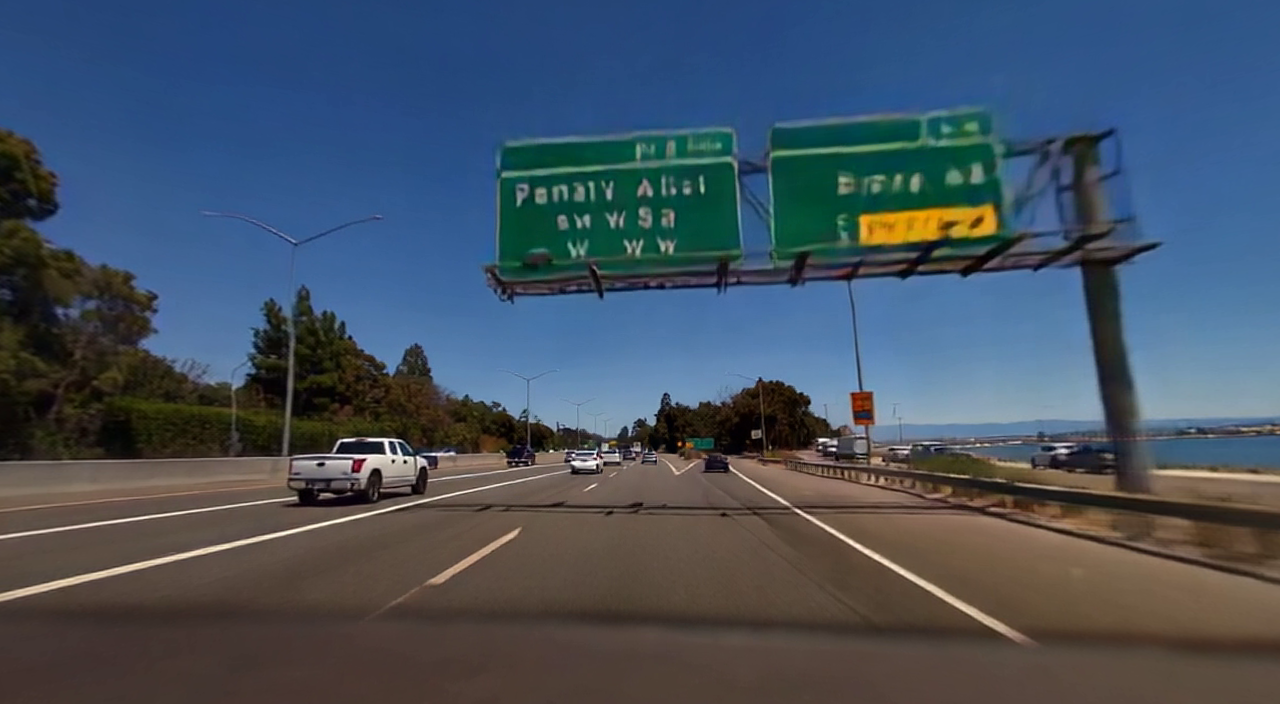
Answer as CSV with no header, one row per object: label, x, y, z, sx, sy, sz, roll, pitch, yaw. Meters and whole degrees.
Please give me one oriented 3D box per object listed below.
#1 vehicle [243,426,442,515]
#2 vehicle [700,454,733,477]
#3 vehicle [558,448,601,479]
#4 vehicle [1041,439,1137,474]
vehicle,-7.291,2.971,16.394,2.250,1.870,5.647,0,-9,2
vehicle,5.580,8.272,46.278,2.153,1.510,4.646,0,-9,4
vehicle,-3.689,6.869,39.097,2.132,1.708,4.571,0,-9,1
vehicle,22.659,5.285,32.065,1.883,1.596,5.181,-1,-9,10
